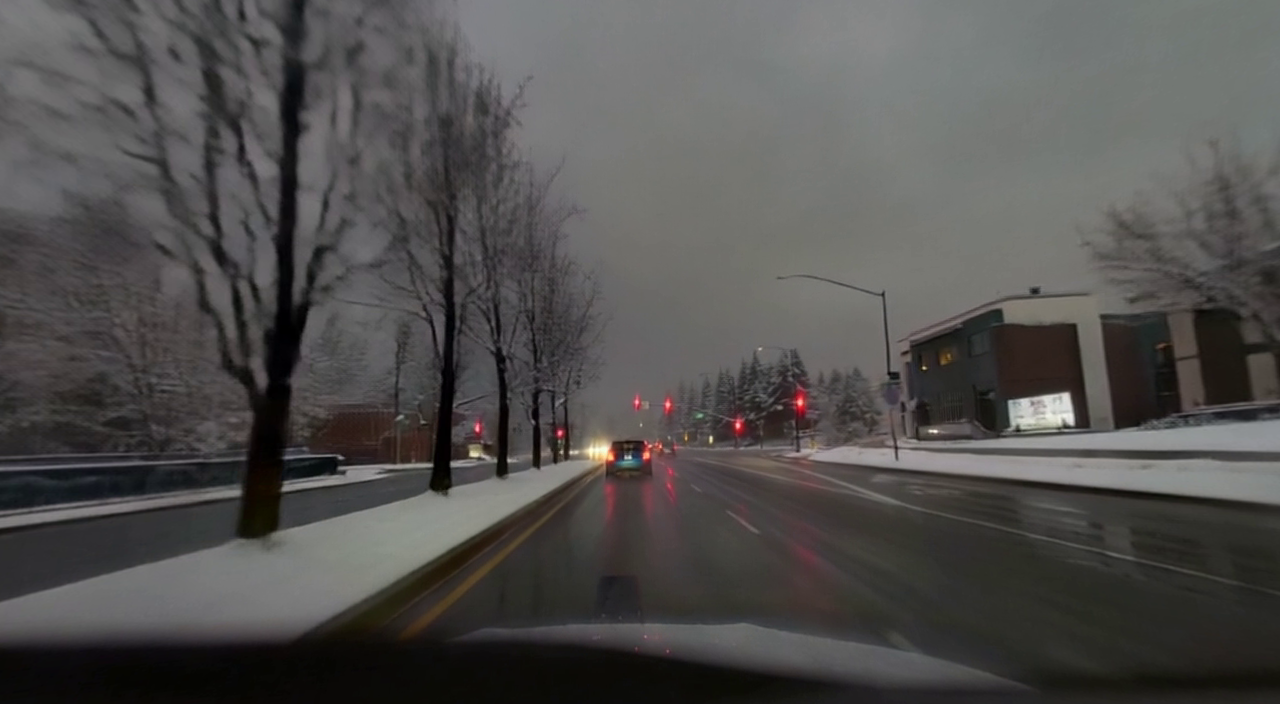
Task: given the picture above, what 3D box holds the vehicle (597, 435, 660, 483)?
[{"bbox_3d":[-0.411,4.013,23.948,2.181,1.639,4.127,0,-8,0],"label":"vehicle"}]
